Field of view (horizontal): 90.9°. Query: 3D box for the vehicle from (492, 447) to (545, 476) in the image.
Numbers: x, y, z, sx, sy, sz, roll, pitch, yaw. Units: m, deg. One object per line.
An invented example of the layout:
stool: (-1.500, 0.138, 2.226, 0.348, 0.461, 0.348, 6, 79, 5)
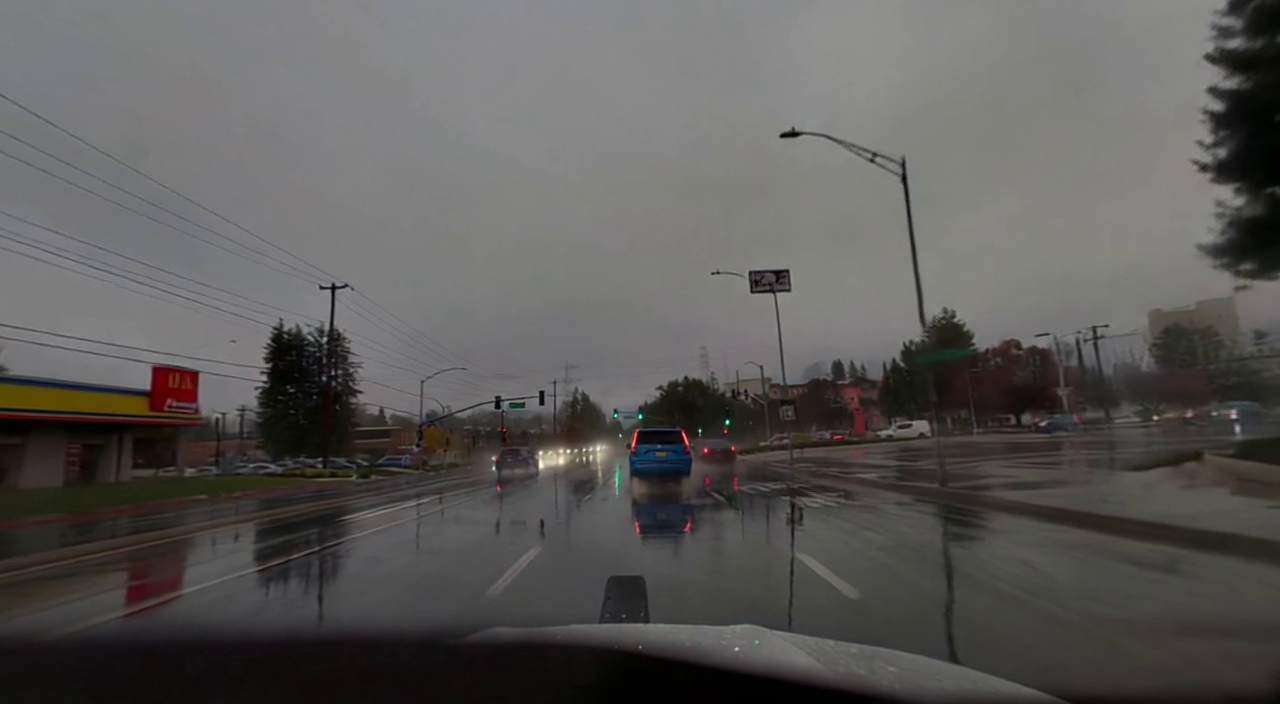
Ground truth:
vehicle: (-6.567, 5.939, 34.585, 1.966, 1.461, 4.422, 0, -8, 1)

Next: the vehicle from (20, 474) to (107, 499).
vehicle: (-41.005, 9.540, 45.016, 1.792, 1.450, 4.553, -1, -8, 2)

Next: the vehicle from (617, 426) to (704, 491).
vehicle: (0.566, 3.499, 21.042, 2.513, 1.854, 5.235, 0, -8, -1)

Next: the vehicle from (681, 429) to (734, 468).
vehicle: (3.919, 5.758, 37.689, 2.452, 2.148, 5.877, 0, -8, -1)
